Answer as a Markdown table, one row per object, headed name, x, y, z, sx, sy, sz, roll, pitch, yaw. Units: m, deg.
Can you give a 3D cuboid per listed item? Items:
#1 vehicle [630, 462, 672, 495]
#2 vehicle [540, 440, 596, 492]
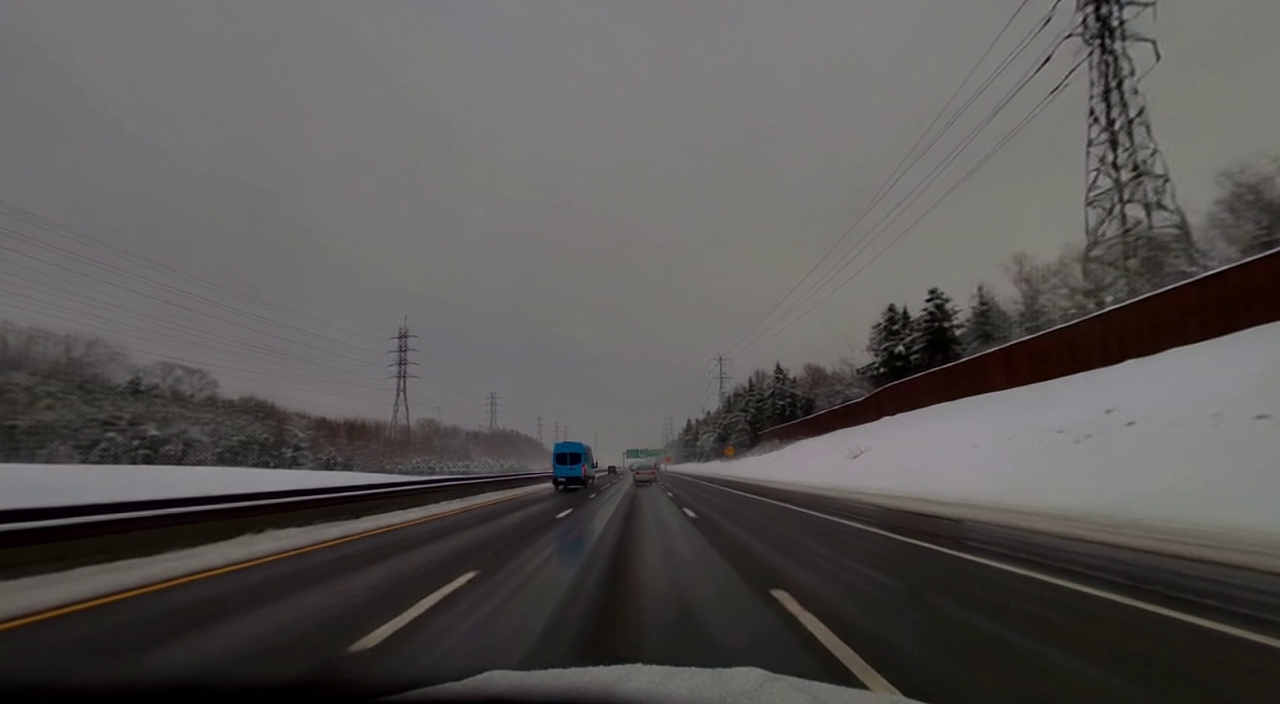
| name | x | y | z | sx | sy | sz | roll | pitch | yaw |
| --- | --- | --- | --- | --- | --- | --- | --- | --- | --- |
| vehicle | 0.525 | 6.472 | 32.383 | 2.006 | 1.554 | 3.863 | 1 | -10 | 0 |
| vehicle | -3.903 | 6.423 | 35.519 | 2.394 | 2.609 | 6.875 | 1 | -11 | 0 |
